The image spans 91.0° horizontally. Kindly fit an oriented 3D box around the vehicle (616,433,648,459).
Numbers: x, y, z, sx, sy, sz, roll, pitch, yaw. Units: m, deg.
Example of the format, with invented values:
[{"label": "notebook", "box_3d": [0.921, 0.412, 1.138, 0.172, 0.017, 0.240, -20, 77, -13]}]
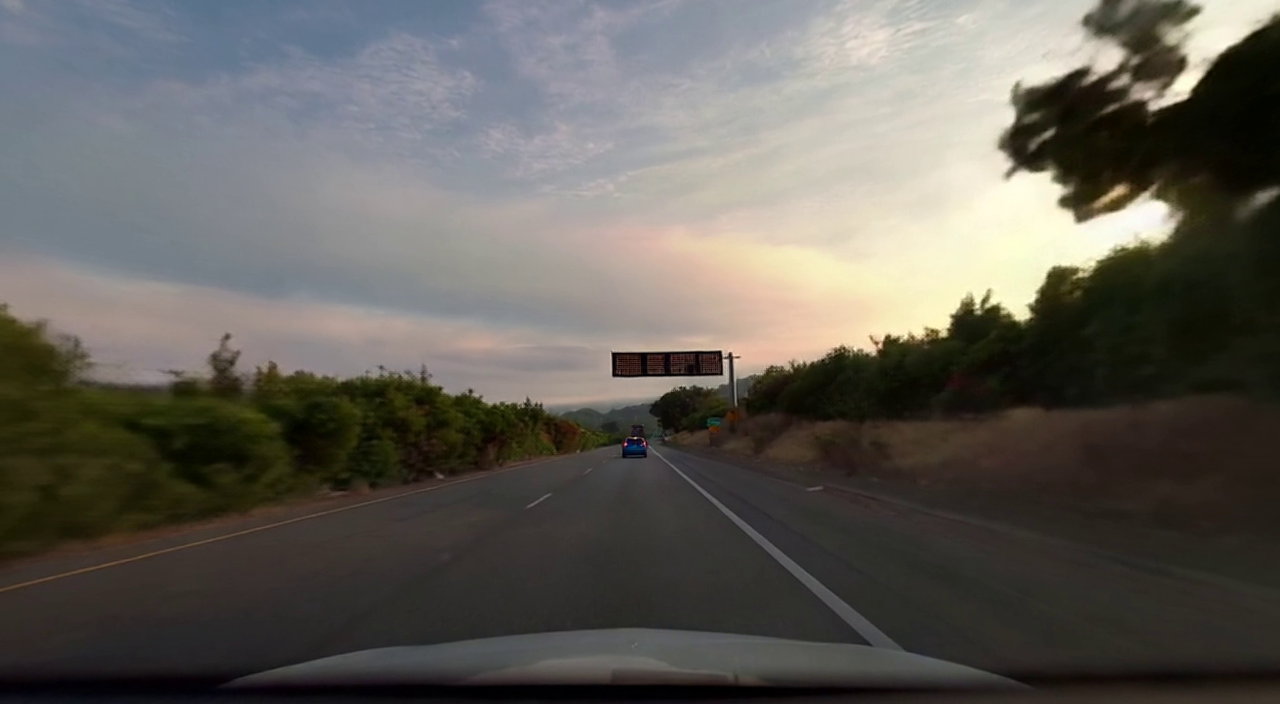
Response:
[{"label": "vehicle", "box_3d": [-0.567, 6.684, 44.801, 2.180, 1.717, 4.139, 0, -8, -1]}]
